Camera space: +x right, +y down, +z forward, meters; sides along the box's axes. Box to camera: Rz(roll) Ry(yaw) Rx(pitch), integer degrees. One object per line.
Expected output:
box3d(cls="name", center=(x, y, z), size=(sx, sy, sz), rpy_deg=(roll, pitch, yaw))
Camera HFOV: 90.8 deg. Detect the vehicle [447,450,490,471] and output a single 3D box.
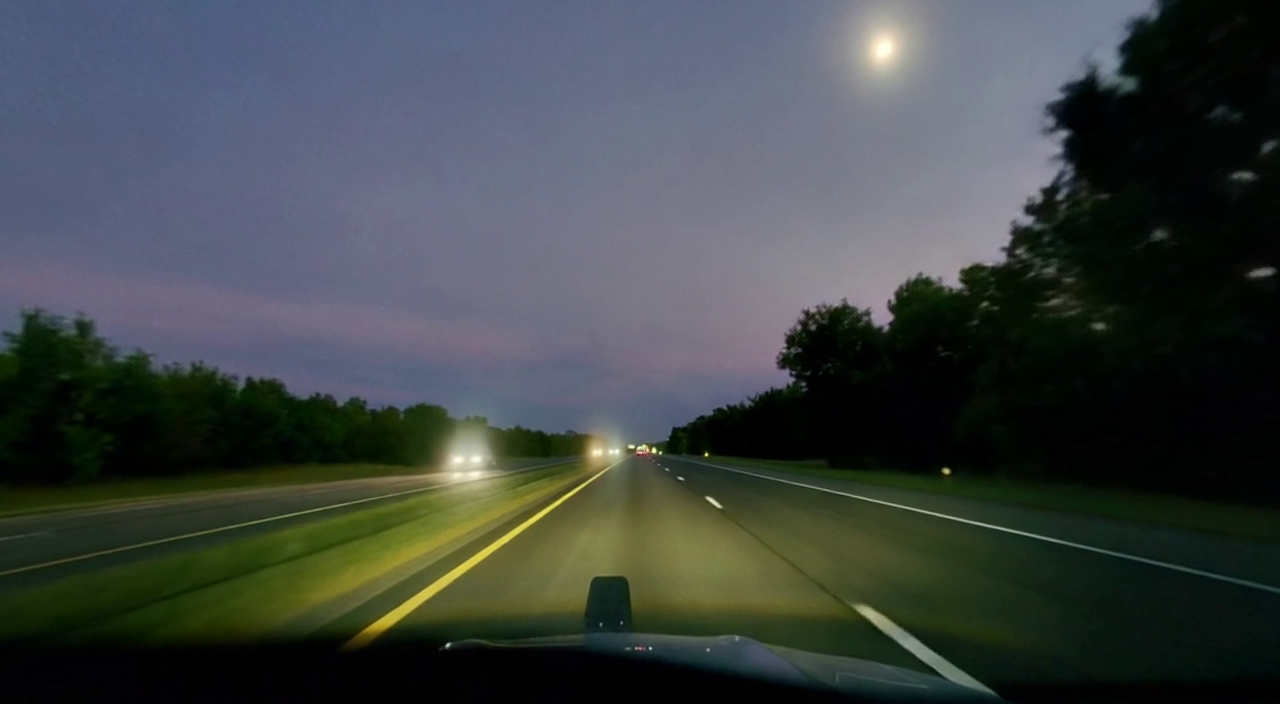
box3d(cls="vehicle", center=(-12.896, 8.172, 47.666), size=(2.037, 1.461, 4.527), rpy_deg=(0, -9, 0))
